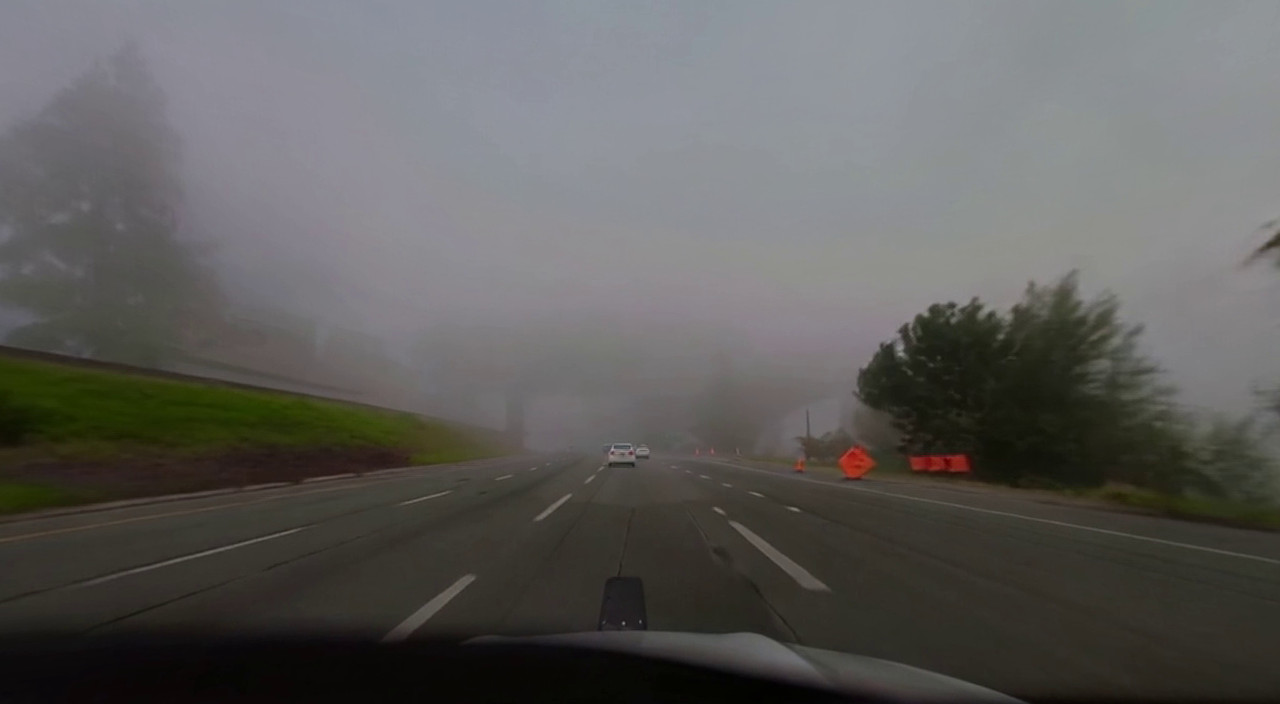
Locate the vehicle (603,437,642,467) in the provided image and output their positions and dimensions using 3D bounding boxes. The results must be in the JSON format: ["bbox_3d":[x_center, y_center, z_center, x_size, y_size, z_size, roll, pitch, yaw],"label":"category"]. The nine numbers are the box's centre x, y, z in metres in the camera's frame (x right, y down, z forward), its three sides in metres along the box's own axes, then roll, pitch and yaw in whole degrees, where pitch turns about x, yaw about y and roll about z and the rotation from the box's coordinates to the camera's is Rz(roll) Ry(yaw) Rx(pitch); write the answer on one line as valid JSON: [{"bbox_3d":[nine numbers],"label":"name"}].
[{"bbox_3d":[-1.177,6.345,40.140,2.328,1.805,4.502,0,-8,-3],"label":"vehicle"}]
